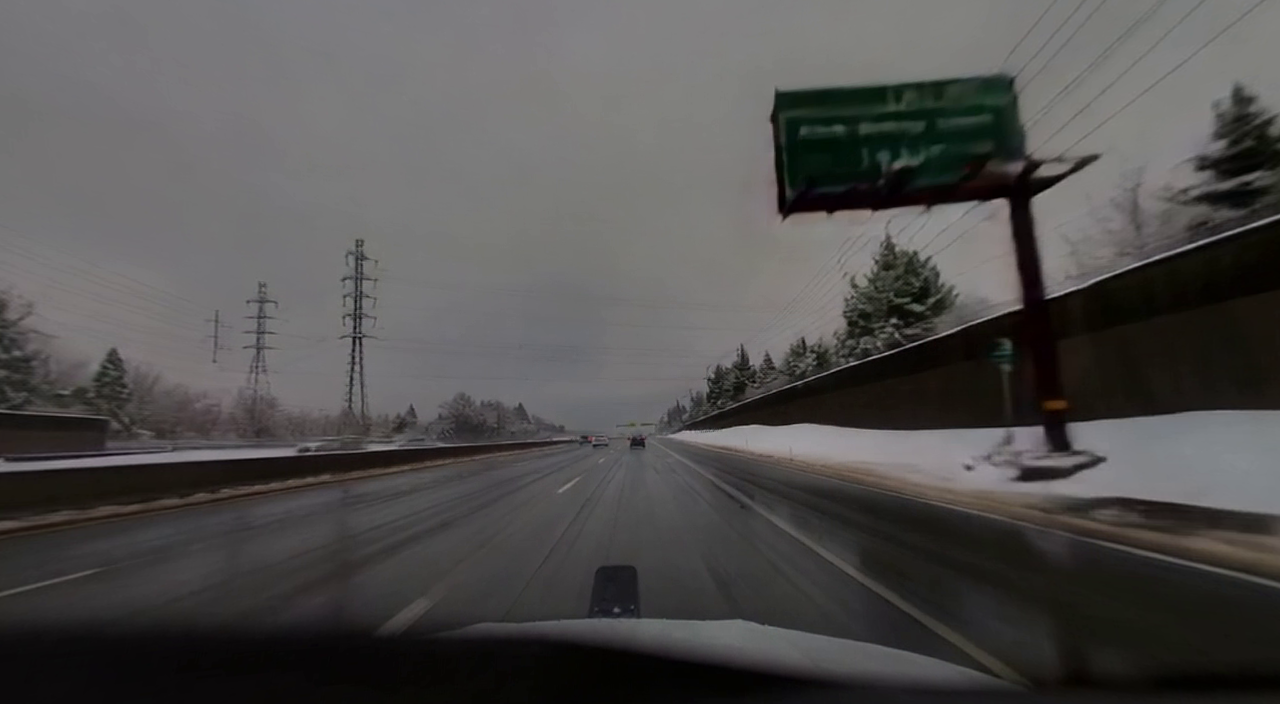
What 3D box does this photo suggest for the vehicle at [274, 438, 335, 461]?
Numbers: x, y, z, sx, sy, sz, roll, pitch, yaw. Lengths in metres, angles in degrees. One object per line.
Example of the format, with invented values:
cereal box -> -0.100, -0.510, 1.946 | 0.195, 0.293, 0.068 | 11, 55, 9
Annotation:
vehicle -> -23.109, 6.714, 43.516 | 1.803, 1.477, 4.353 | 0, -8, 0

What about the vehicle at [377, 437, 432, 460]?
vehicle -> -15.355, 6.290, 41.353 | 1.930, 1.419, 4.429 | 0, -8, 0
